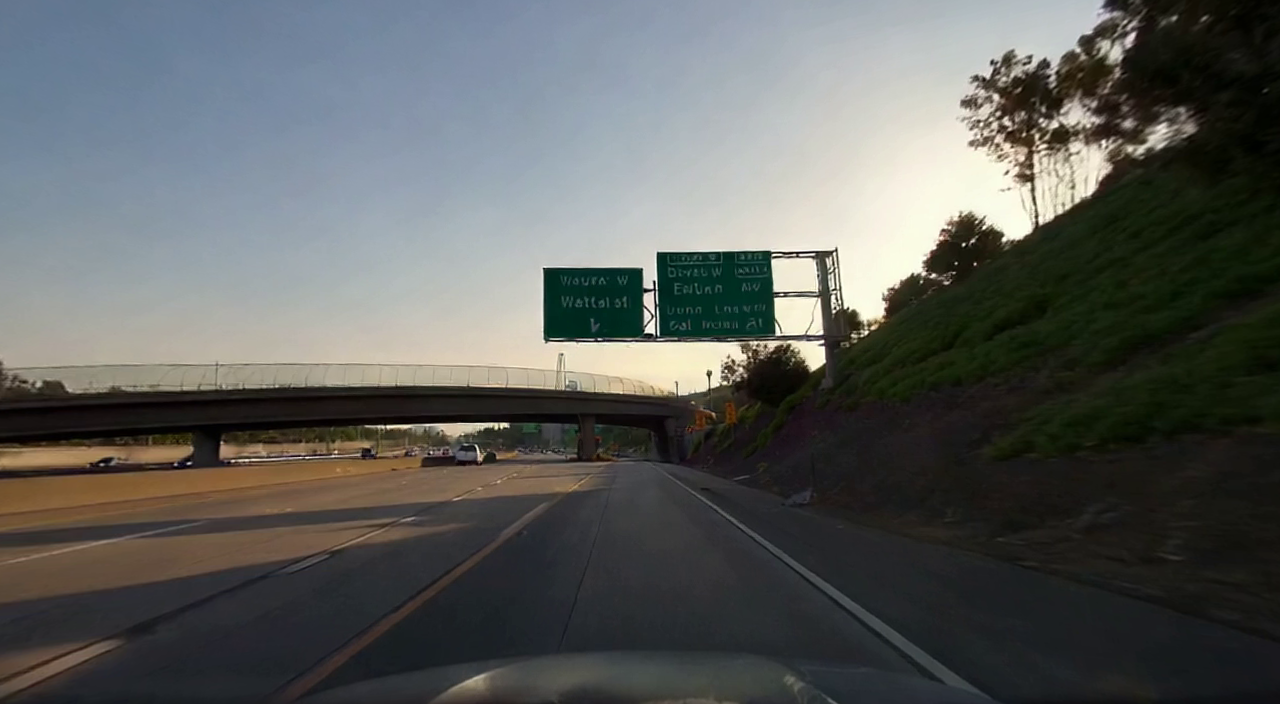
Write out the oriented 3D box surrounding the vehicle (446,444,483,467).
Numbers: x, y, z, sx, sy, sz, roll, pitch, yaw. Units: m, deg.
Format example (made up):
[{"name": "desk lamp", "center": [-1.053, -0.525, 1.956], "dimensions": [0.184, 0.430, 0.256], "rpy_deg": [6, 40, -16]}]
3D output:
[{"name": "vehicle", "center": [-13.598, 8.018, 49.224], "dimensions": [2.018, 1.710, 4.252], "rpy_deg": [0, -9, -5]}]
